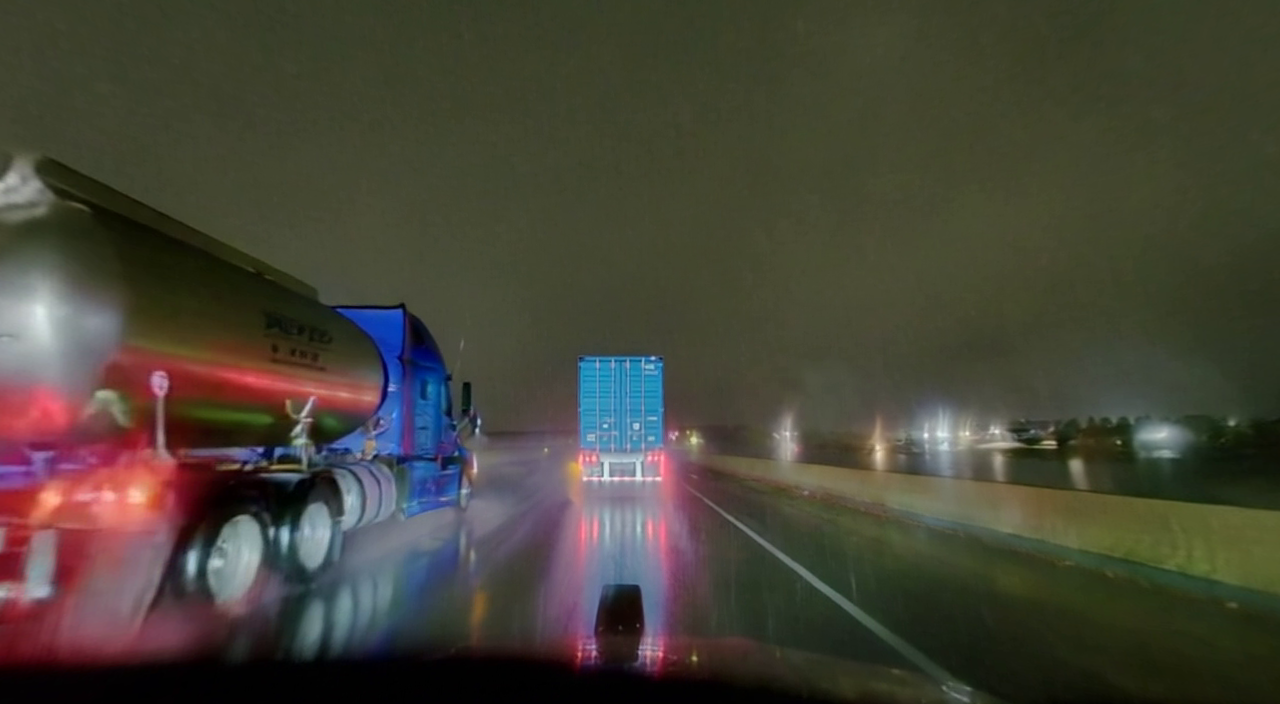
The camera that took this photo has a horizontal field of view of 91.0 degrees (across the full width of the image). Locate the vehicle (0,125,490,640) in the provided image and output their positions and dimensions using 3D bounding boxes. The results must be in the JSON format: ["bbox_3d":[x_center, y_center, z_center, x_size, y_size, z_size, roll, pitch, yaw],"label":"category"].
[{"bbox_3d":[-4.216,0.535,7.281,3.418,3.652,5.690,0,-9,1],"label":"vehicle"}]

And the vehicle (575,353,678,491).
[{"bbox_3d":[-0.347,2.861,23.954,2.942,4.003,11.297,0,-9,0],"label":"vehicle"}]
